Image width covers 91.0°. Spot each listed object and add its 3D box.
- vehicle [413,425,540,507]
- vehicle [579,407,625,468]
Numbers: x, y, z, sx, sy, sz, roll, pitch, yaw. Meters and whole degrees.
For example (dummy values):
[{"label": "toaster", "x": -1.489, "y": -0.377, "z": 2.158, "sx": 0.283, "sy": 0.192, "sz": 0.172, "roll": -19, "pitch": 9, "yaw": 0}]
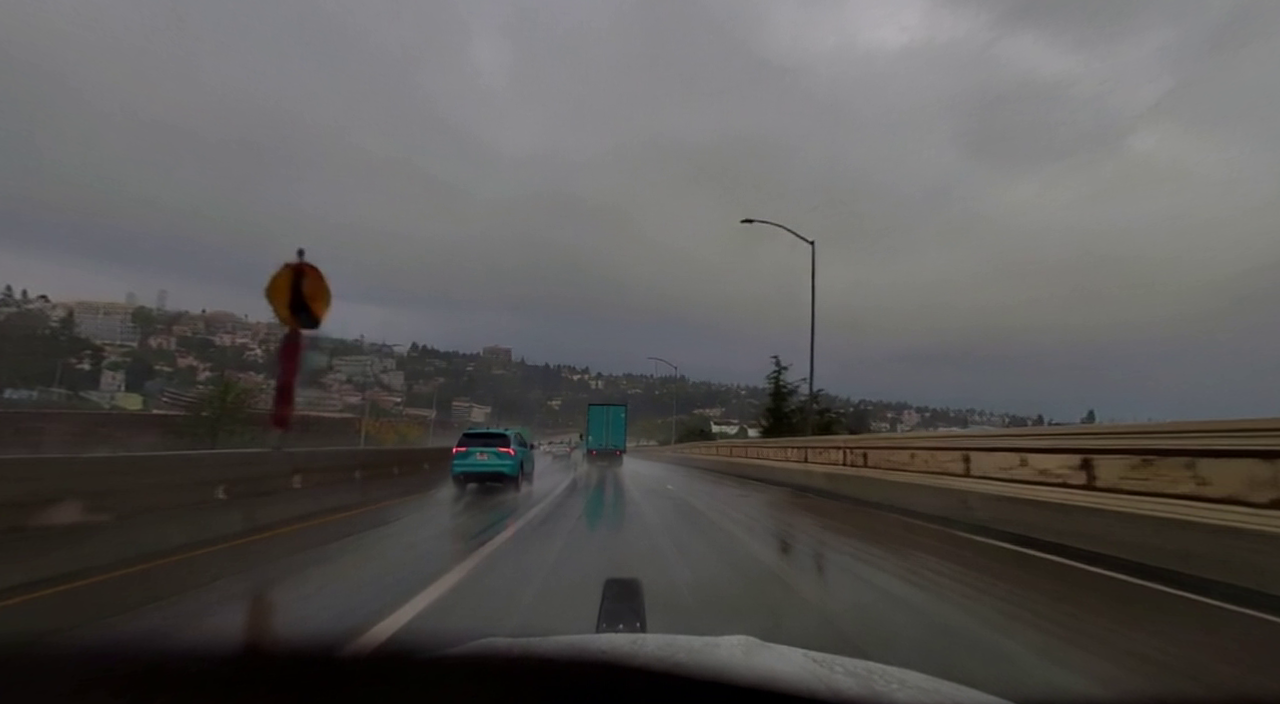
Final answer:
[{"label": "vehicle", "x": -3.856, "y": 2.790, "z": 15.724, "sx": 2.041, "sy": 1.734, "sz": 4.391, "roll": 0, "pitch": -9, "yaw": -1}, {"label": "vehicle", "x": -2.840, "y": 6.543, "z": 47.520, "sx": 2.959, "sy": 3.975, "sz": 12.918, "roll": 1, "pitch": -9, "yaw": -3}]
